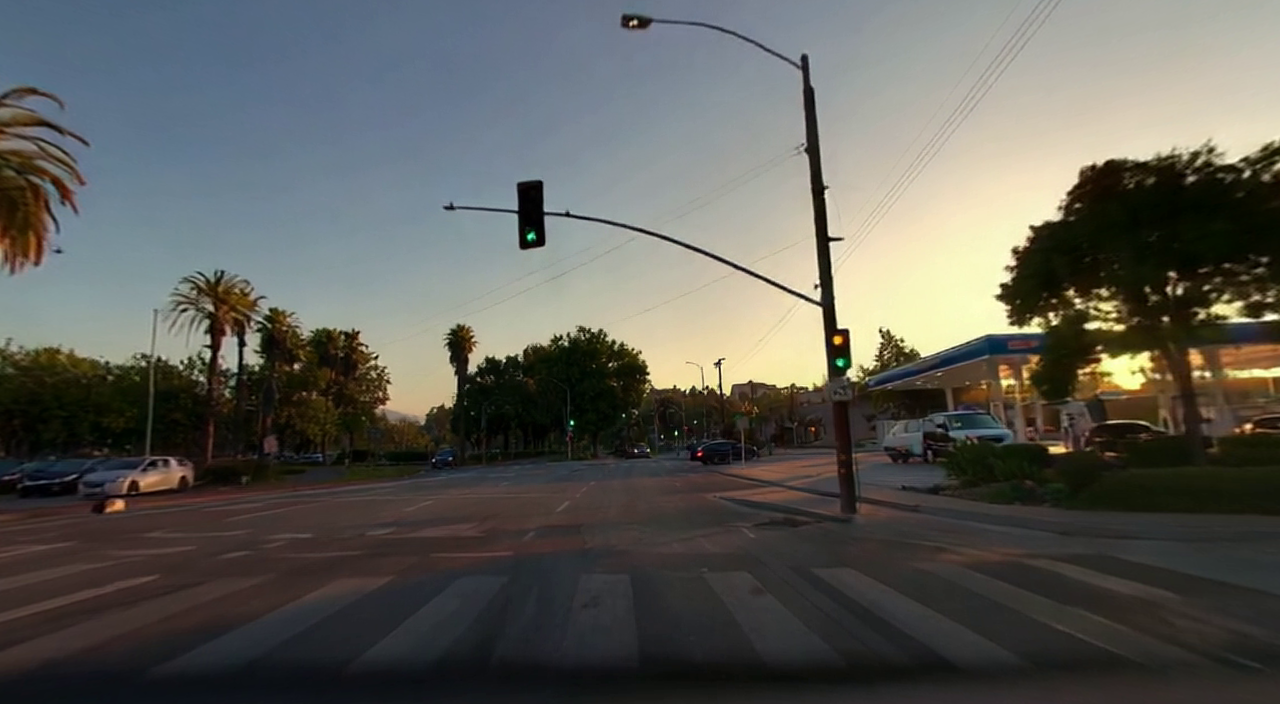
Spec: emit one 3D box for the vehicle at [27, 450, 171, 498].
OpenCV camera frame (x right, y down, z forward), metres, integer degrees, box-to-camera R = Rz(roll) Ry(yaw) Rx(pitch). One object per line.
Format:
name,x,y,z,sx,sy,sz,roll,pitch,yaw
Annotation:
vehicle,-25.765,5.786,30.219,5.056,1.839,1.957,-3,-6,-1

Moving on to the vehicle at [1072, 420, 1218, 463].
vehicle,21.576,3.833,27.103,4.578,1.756,2.042,1,-8,-4

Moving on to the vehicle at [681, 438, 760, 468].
vehicle,6.087,7.465,47.119,2.703,2.082,6.059,-8,-12,44

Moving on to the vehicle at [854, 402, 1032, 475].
vehicle,13.309,4.040,29.275,2.944,2.783,10.332,0,-8,-1
